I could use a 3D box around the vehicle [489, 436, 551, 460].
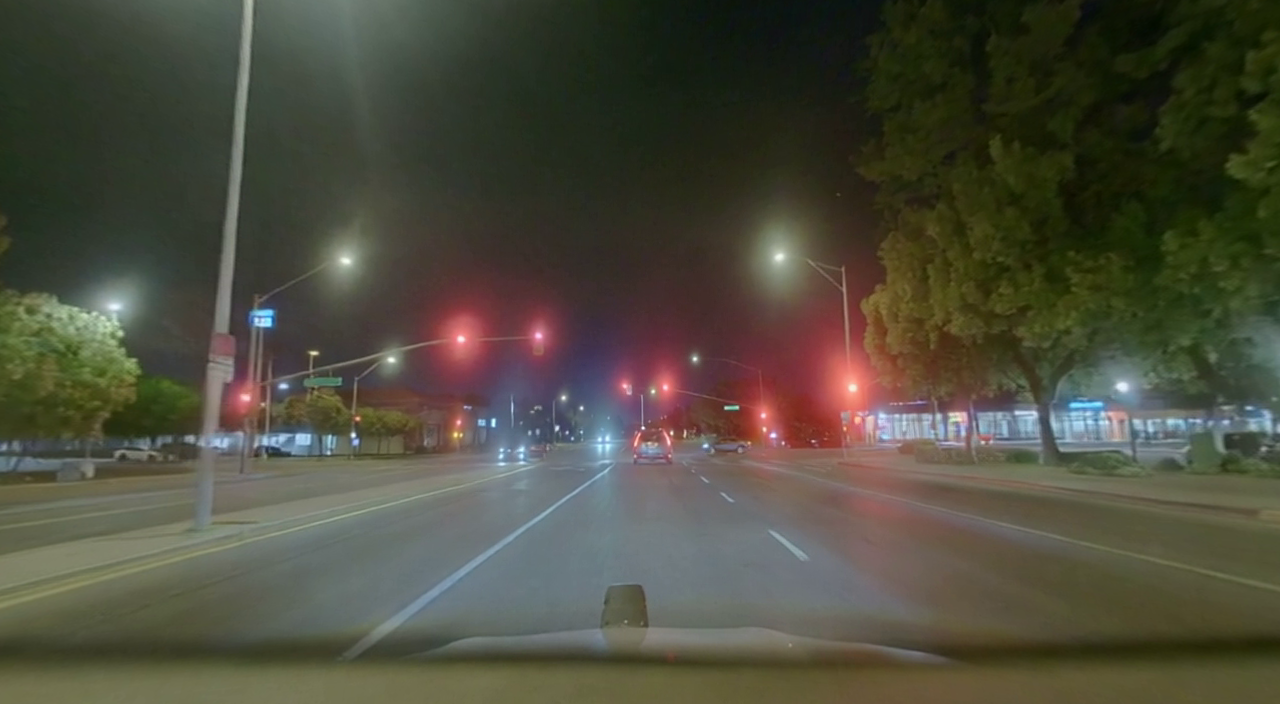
[{"bbox_3d":[-8.638,6.925,45.725,1.954,1.673,4.460,-4,-9,28],"label":"vehicle"}]

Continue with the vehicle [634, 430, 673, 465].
[{"bbox_3d":[0.716,5.097,33.795,1.994,1.759,4.186,0,-8,1],"label":"vehicle"}]

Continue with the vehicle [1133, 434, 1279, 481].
[{"bbox_3d":[19.763,3.526,21.283,4.479,1.488,2.038,0,-8,1],"label":"vehicle"}]
